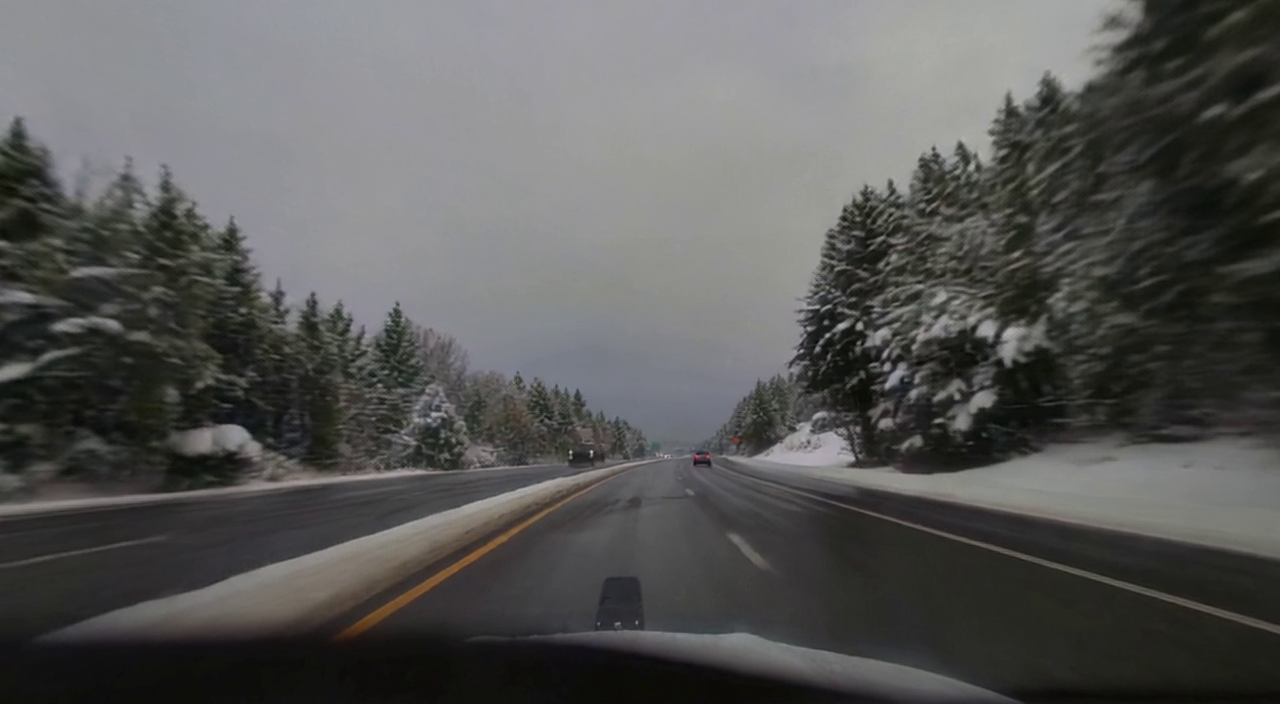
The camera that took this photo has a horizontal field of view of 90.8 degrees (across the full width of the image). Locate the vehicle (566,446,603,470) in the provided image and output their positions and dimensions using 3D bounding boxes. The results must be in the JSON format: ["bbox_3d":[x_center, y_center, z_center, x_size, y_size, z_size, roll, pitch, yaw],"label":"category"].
[{"bbox_3d":[-4.326,8.315,49.928,2.220,1.780,4.870,-1,-9,3],"label":"vehicle"}]
